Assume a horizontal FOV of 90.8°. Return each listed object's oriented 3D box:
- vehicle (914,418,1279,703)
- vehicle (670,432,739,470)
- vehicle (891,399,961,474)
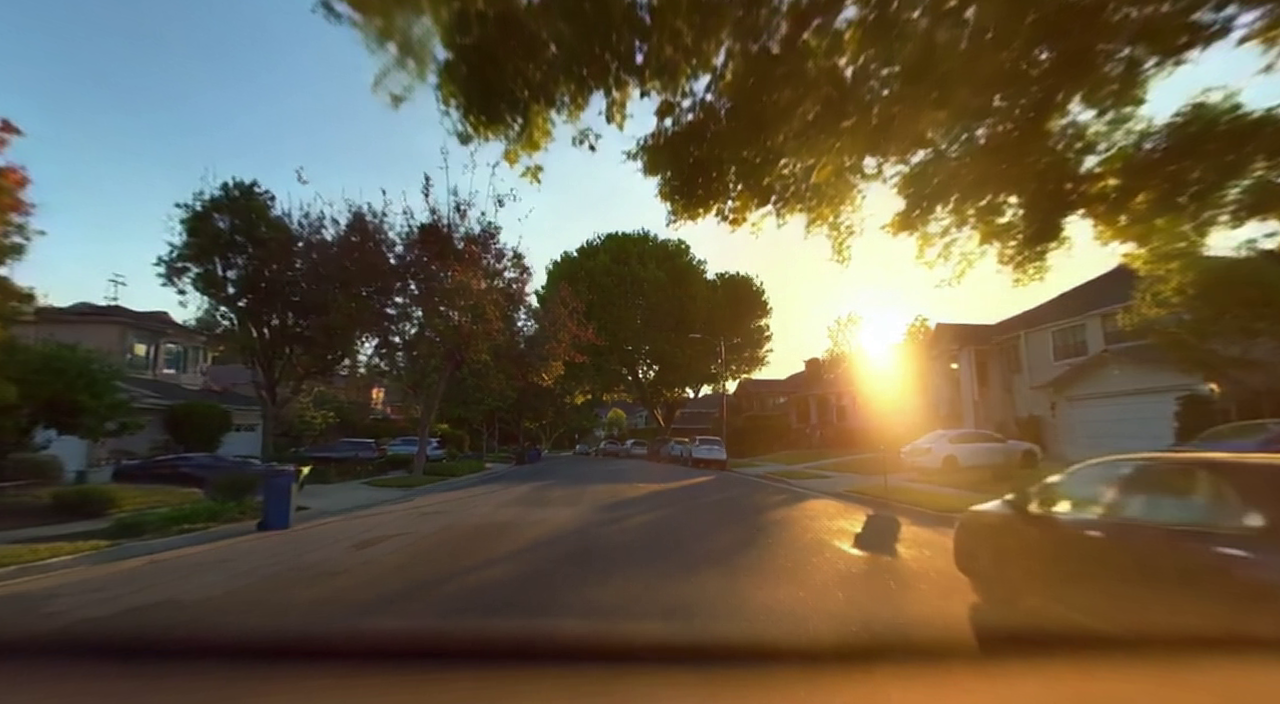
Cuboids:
[{"bbox_3d":[3.777,1.199,3.838,2.132,1.478,4.685,0,-9,0],"label":"vehicle"},{"bbox_3d":[3.516,5.532,35.735,2.715,1.900,6.163,2,-8,-5],"label":"vehicle"},{"bbox_3d":[9.623,2.861,21.250,1.820,2.366,1.453,-5,-10,33],"label":"vehicle"}]
